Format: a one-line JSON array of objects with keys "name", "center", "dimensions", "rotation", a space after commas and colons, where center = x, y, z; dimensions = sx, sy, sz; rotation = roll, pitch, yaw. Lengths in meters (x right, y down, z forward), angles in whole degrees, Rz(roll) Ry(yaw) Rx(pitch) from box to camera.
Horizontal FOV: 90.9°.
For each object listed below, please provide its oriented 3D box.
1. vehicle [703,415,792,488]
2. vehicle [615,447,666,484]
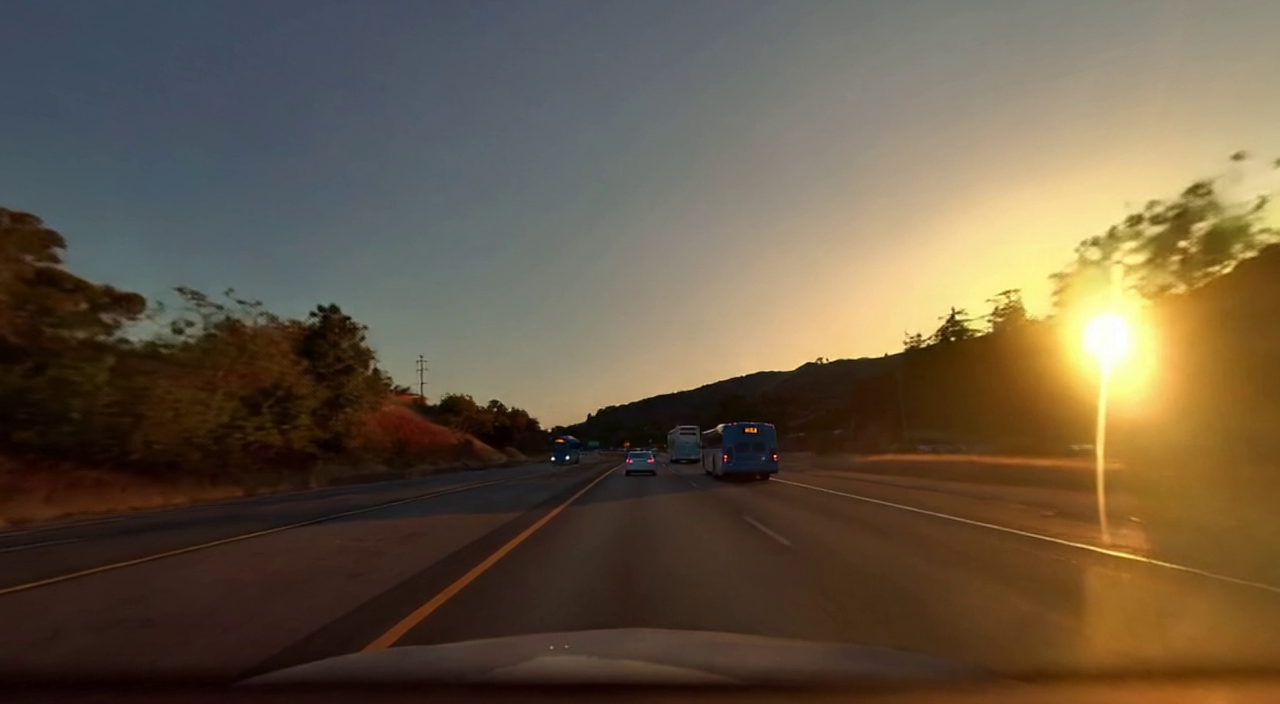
[{"name": "vehicle", "center": [4.100, 4.000, 25.347], "dimensions": [2.440, 2.555, 5.957], "rotation": [0, -9, -1]}, {"name": "vehicle", "center": [-0.016, 4.750, 26.598], "dimensions": [2.004, 1.449, 3.817], "rotation": [0, -9, -1]}]
